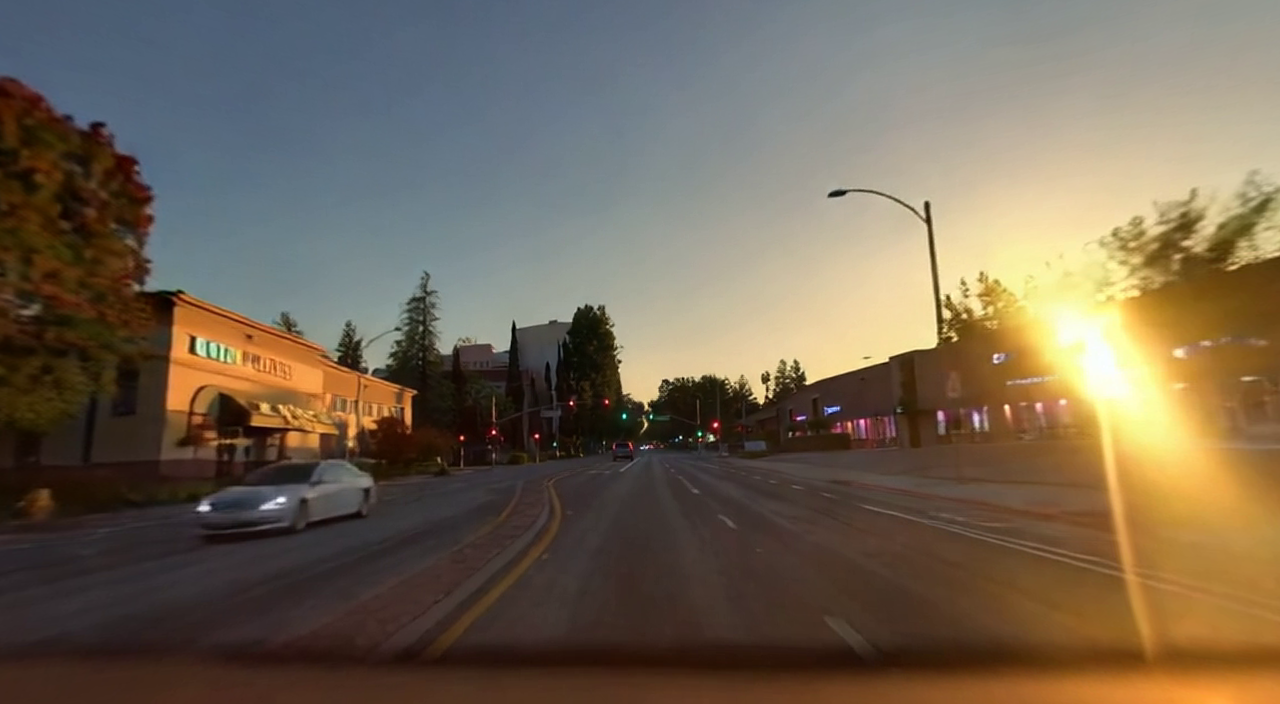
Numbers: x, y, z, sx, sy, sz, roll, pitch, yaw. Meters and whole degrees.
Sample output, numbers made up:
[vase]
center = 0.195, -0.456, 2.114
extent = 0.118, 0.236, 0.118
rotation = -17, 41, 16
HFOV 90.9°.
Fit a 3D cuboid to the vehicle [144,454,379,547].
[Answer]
[vehicle]
center = -7.286, 2.861, 12.843
extent = 1.954, 1.451, 4.536
rotation = -1, -8, 0
